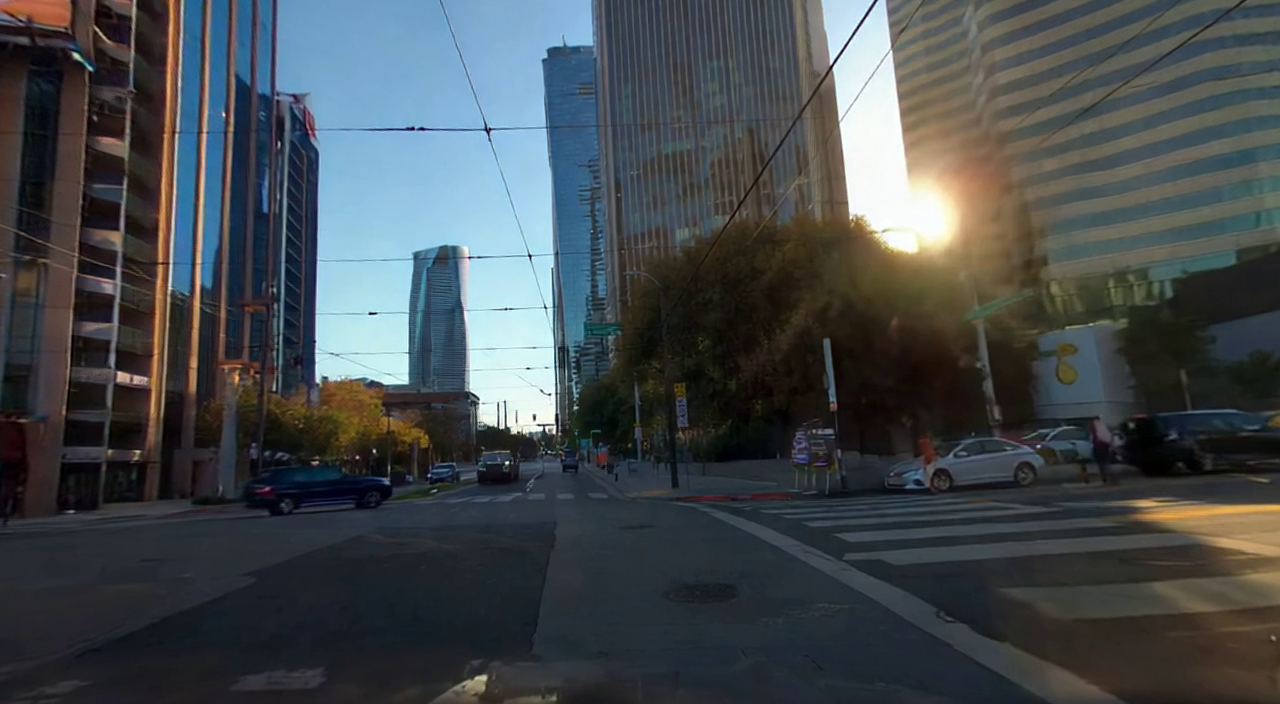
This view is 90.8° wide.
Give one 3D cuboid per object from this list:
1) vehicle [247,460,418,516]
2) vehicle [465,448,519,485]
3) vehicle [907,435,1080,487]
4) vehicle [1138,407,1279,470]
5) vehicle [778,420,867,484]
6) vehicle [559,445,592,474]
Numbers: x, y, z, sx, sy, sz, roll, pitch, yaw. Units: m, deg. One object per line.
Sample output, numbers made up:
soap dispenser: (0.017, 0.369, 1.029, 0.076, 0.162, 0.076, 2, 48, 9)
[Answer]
vehicle: (-9.770, 4.287, 20.292, 4.549, 1.490, 1.797, 7, -11, -38)
vehicle: (-8.428, 6.523, 36.286, 2.121, 1.792, 4.510, -4, -8, -2)
vehicle: (11.382, 3.513, 20.519, 4.697, 1.510, 1.596, 0, -9, -5)
vehicle: (16.943, 2.402, 17.529, 4.637, 1.624, 1.927, 0, -8, -3)
vehicle: (7.538, 4.113, 26.628, 2.316, 2.425, 4.466, 1, -7, -2)
vehicle: (-4.403, 7.416, 43.929, 2.137, 1.910, 5.120, 1, -8, -5)
